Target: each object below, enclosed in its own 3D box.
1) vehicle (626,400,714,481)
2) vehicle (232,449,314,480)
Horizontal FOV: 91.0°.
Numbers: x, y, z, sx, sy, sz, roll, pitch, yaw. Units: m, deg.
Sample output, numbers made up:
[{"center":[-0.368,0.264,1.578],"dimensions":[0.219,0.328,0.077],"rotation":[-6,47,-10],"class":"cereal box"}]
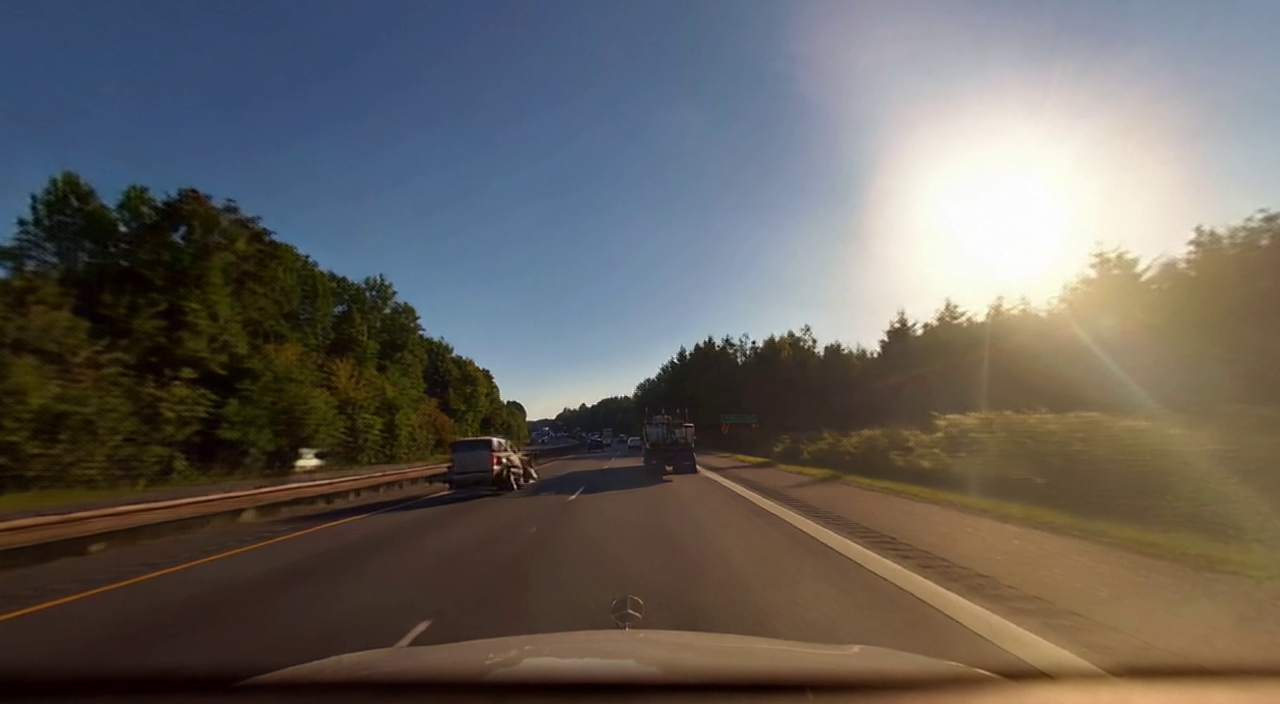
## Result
[{"center":[0.853,3.129,22.240],"dimensions":[2.677,2.439,6.402],"rotation":[0,-8,-1],"class":"vehicle"},{"center":[-19.640,6.006,33.917],"dimensions":[1.867,1.479,4.361],"rotation":[0,-8,-1],"class":"vehicle"}]
